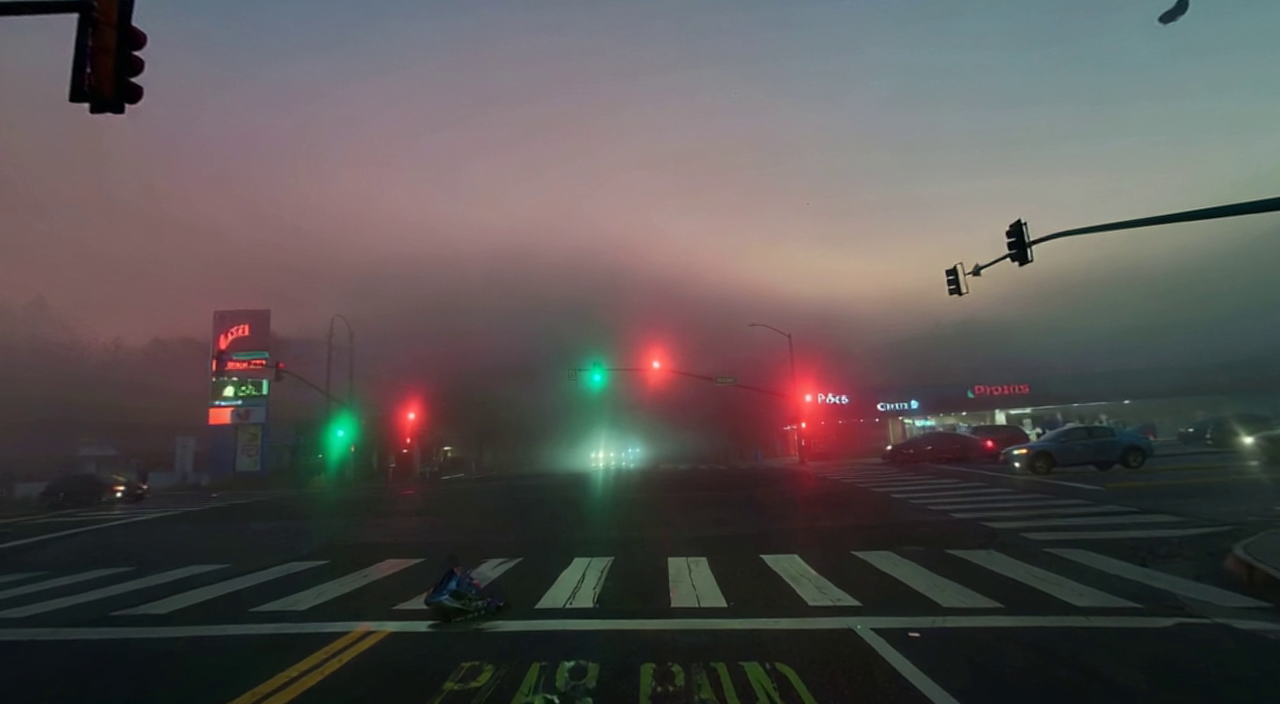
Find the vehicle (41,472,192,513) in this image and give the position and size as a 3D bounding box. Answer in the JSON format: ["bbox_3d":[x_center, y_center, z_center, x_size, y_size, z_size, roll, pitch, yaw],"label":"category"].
[{"bbox_3d":[-21.164,5.672,25.644,4.676,1.463,1.909,-1,-8,6],"label":"vehicle"}]

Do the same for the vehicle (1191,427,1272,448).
[{"bbox_3d":[42.045,6.065,44.900,4.347,1.446,1.777,1,-9,-9],"label":"vehicle"}]

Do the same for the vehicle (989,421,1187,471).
[{"bbox_3d":[14.356,3.086,20.633,4.835,1.487,1.913,-3,-9,20],"label":"vehicle"}]

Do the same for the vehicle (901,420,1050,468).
[{"bbox_3d":[13.020,3.644,24.943,4.916,1.730,1.986,-4,-9,21],"label":"vehicle"}]
